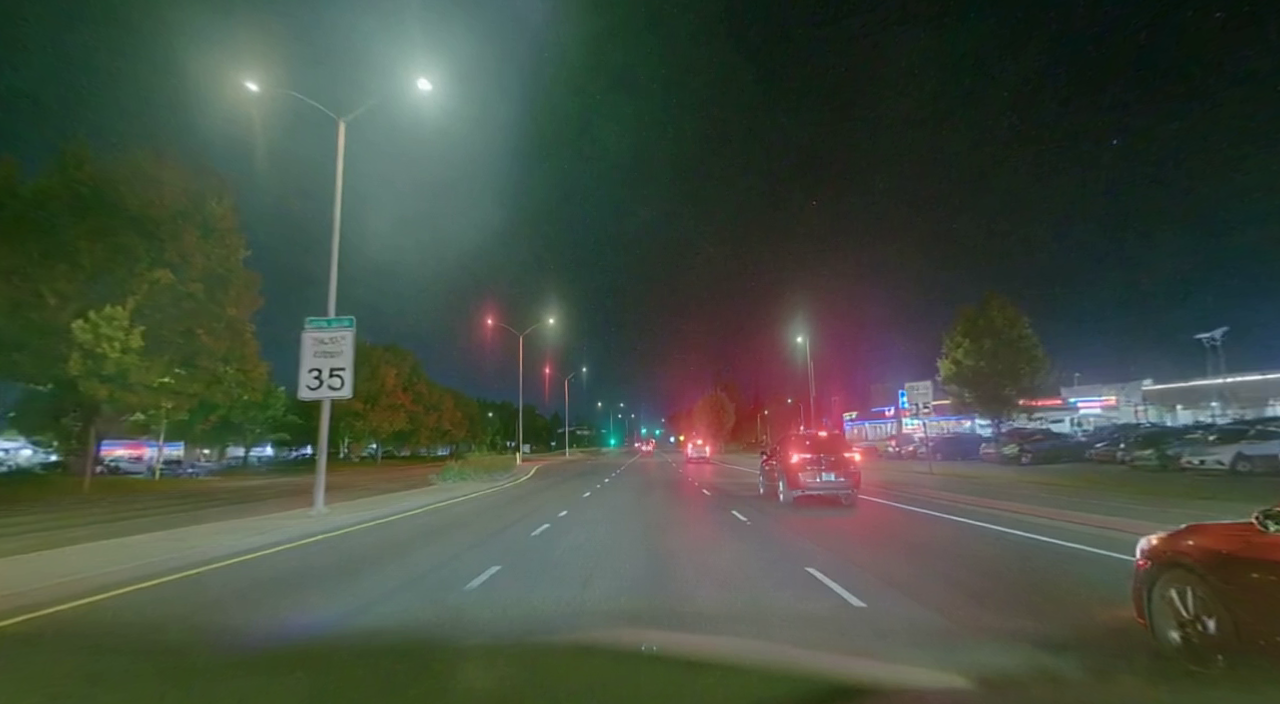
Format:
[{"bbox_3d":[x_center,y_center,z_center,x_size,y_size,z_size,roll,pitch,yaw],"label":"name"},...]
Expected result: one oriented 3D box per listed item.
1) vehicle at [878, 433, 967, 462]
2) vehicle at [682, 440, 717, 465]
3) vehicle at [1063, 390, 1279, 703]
[{"bbox_3d":[17.506,5.953,39.225,4.475,1.739,2.151,0,-8,-1],"label":"vehicle"},{"bbox_3d":[4.178,7.104,44.613,2.007,1.683,4.171,0,-8,-1],"label":"vehicle"},{"bbox_3d":[3.521,0.744,1.318,1.995,1.528,4.732,0,-8,0],"label":"vehicle"}]
